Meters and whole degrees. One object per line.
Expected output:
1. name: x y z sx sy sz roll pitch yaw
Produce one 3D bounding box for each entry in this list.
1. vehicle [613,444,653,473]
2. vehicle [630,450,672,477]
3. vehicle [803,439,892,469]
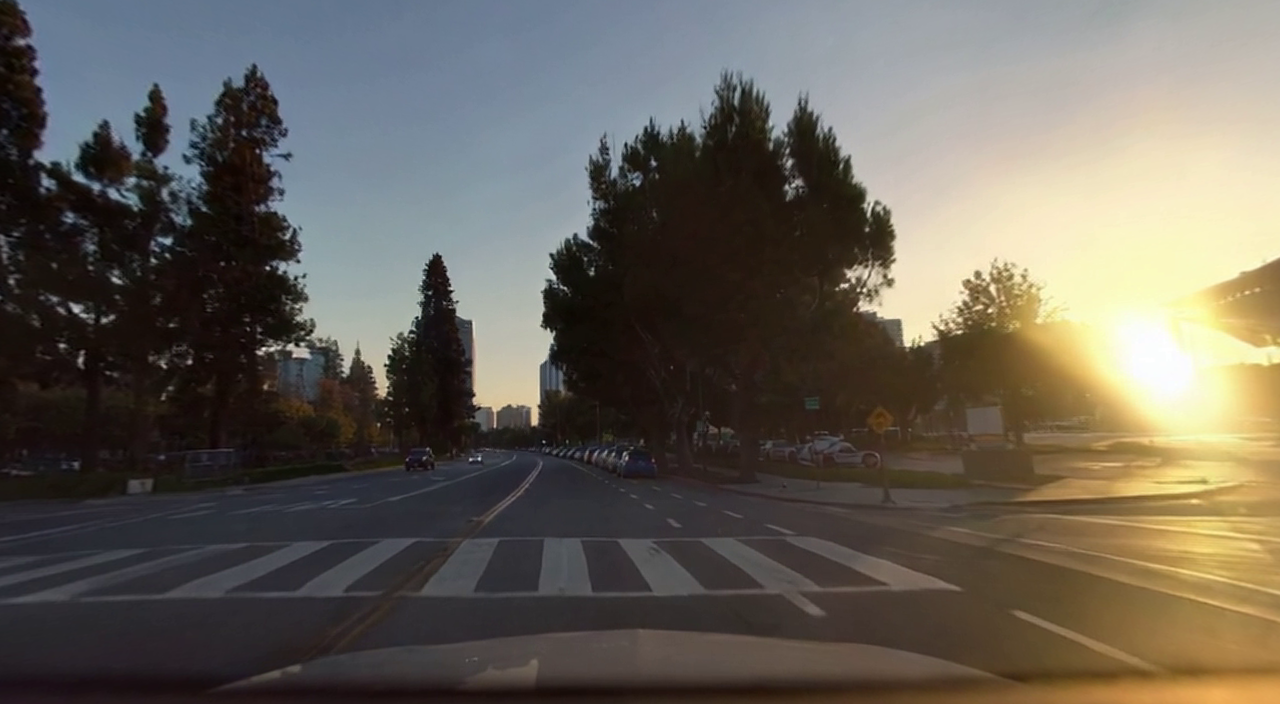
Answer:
1. vehicle: -0.575 7.524 44.890 2.143 1.867 5.373 1 -9 -8
2. vehicle: 0.620 6.739 38.348 1.866 1.492 4.093 1 -9 -9
3. vehicle: 11.259 5.555 34.442 4.201 1.546 1.749 1 -9 -6
